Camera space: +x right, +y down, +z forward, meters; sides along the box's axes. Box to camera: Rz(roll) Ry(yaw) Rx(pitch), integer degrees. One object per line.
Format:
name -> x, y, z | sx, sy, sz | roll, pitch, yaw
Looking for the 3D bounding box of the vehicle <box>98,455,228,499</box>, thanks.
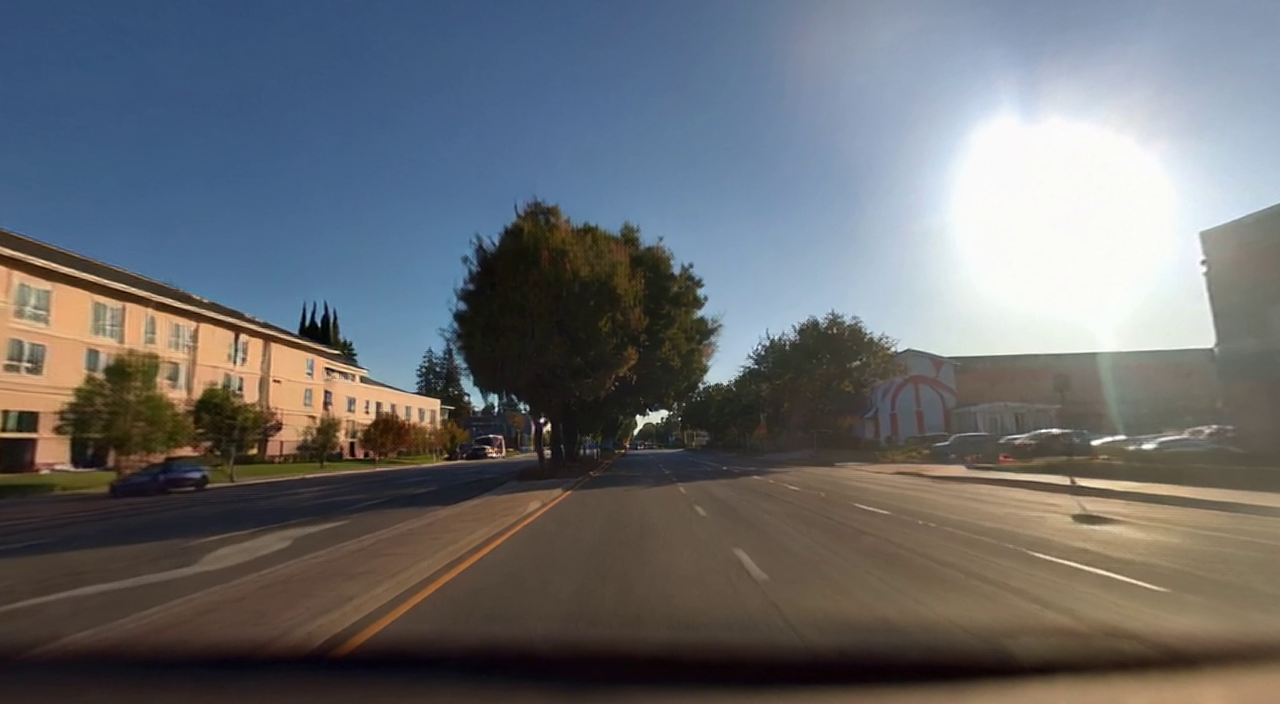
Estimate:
vehicle -> -19.260, 5.040, 25.811 | 2.018, 1.476, 4.310 | -2, -8, -1
